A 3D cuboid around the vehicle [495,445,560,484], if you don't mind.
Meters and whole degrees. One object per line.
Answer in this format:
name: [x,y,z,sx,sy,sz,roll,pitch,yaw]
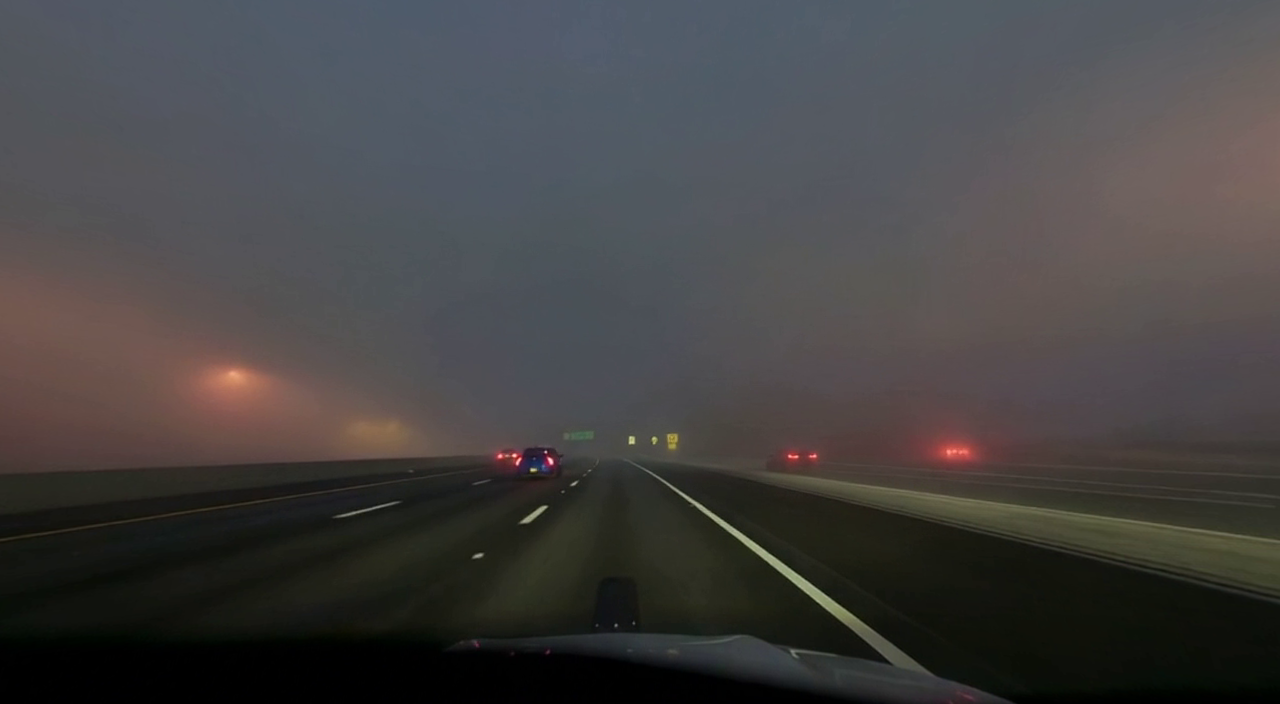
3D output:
vehicle: [-4.654,4.722,26.837,2.050,1.507,4.316,0,-8,-1]
